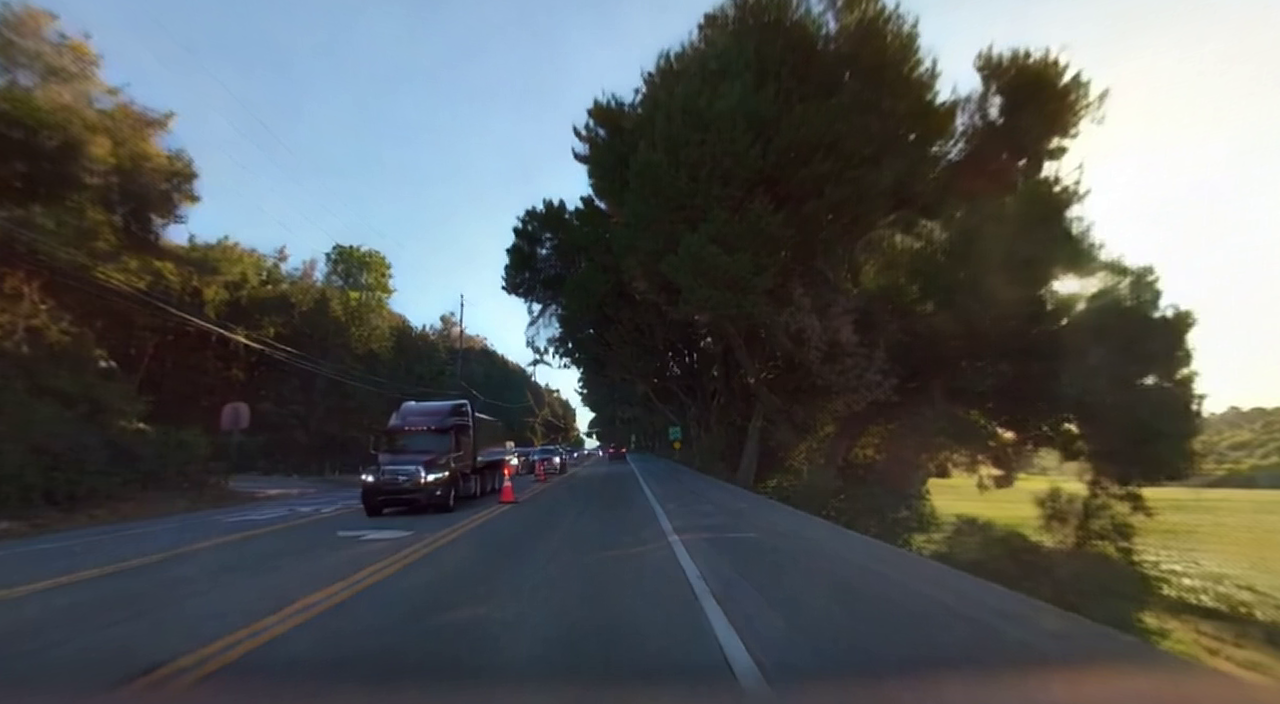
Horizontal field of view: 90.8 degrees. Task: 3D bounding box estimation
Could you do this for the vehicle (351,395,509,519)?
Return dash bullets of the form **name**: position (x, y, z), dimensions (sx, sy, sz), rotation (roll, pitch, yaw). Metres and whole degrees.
- **vehicle**: position (-4.680, 2.413, 14.899), dimensions (2.380, 2.488, 4.028), rotation (0, -8, -1)
